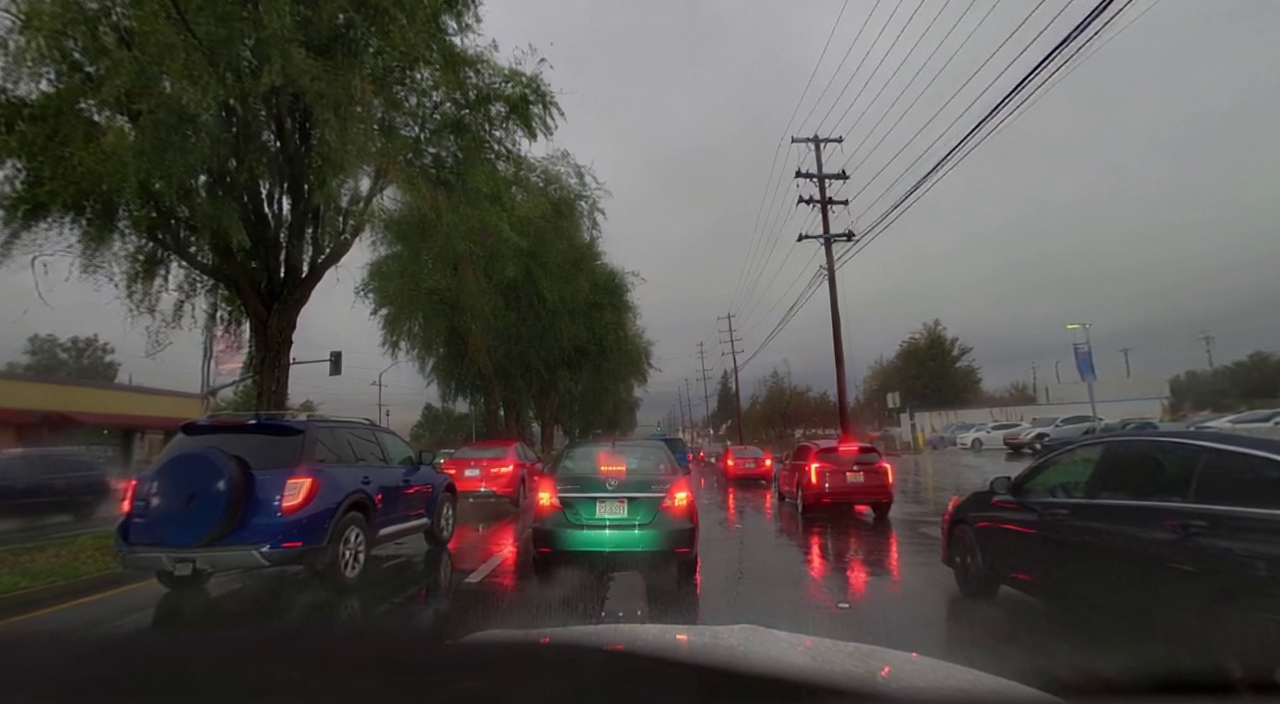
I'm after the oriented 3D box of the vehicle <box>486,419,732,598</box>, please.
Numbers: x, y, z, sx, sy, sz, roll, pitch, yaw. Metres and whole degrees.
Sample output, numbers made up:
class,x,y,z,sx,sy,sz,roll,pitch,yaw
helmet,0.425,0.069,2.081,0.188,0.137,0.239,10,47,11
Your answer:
class,x,y,z,sx,sy,sz,roll,pitch,yaw
vehicle,-0.324,1.631,7.397,2.097,1.511,3.809,0,-9,-2

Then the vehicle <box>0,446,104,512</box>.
class,x,y,z,sx,sy,sz,roll,pitch,yaw
vehicle,-20.580,4.084,20.662,1.883,2.020,4.700,0,-8,1

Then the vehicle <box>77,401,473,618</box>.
class,x,y,z,sx,sy,sz,roll,pitch,yaw
vehicle,-3.453,1.556,7.185,1.979,1.697,4.254,0,-9,-1

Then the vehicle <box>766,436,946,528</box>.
class,x,y,z,sx,sy,sz,roll,pitch,yaw
vehicle,3.933,2.427,12.412,1.909,1.473,4.361,0,-9,-1

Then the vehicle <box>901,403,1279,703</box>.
class,x,y,z,sx,sy,sz,roll,pitch,yaw
vehicle,3.661,1.185,4.139,1.929,1.479,4.723,0,-9,1
